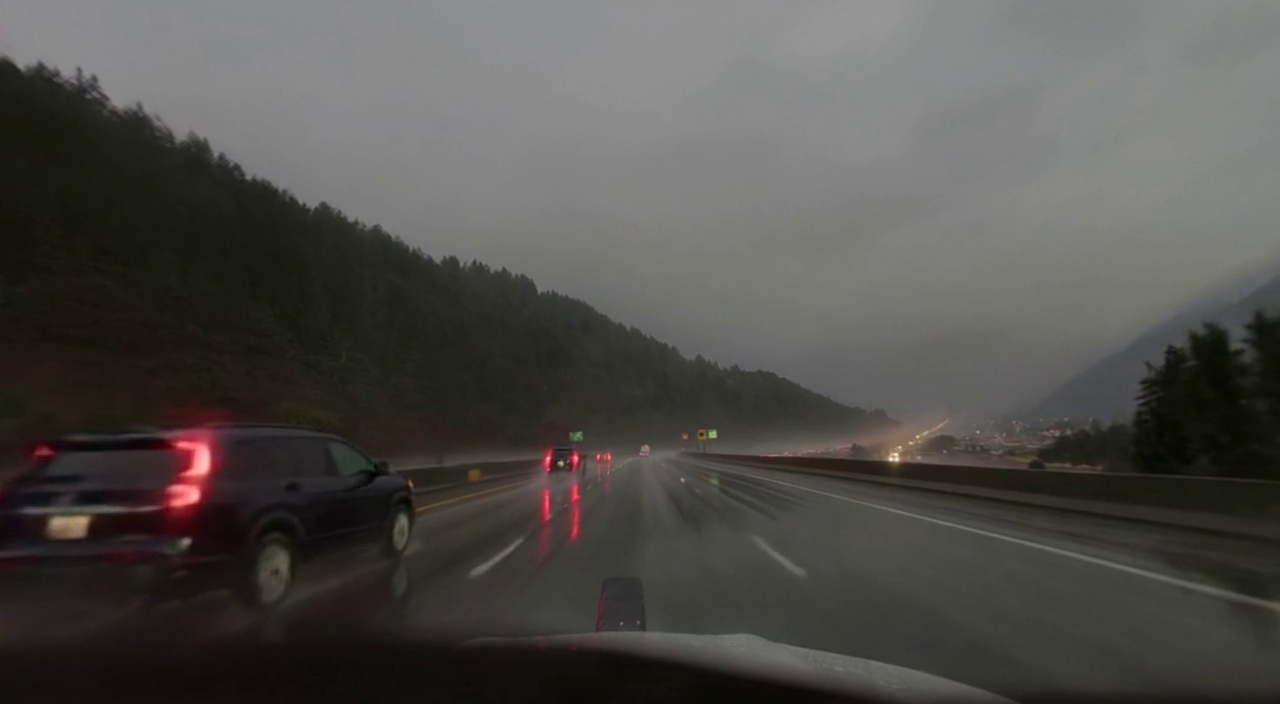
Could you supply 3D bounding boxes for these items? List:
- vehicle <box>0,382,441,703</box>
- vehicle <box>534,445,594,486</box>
[{"bbox_3d":[-3.610,1.365,5.546,2.147,1.708,4.630,0,-9,1],"label":"vehicle"},{"bbox_3d":[-3.060,4.669,26.305,1.944,1.548,4.051,0,-9,1],"label":"vehicle"}]
